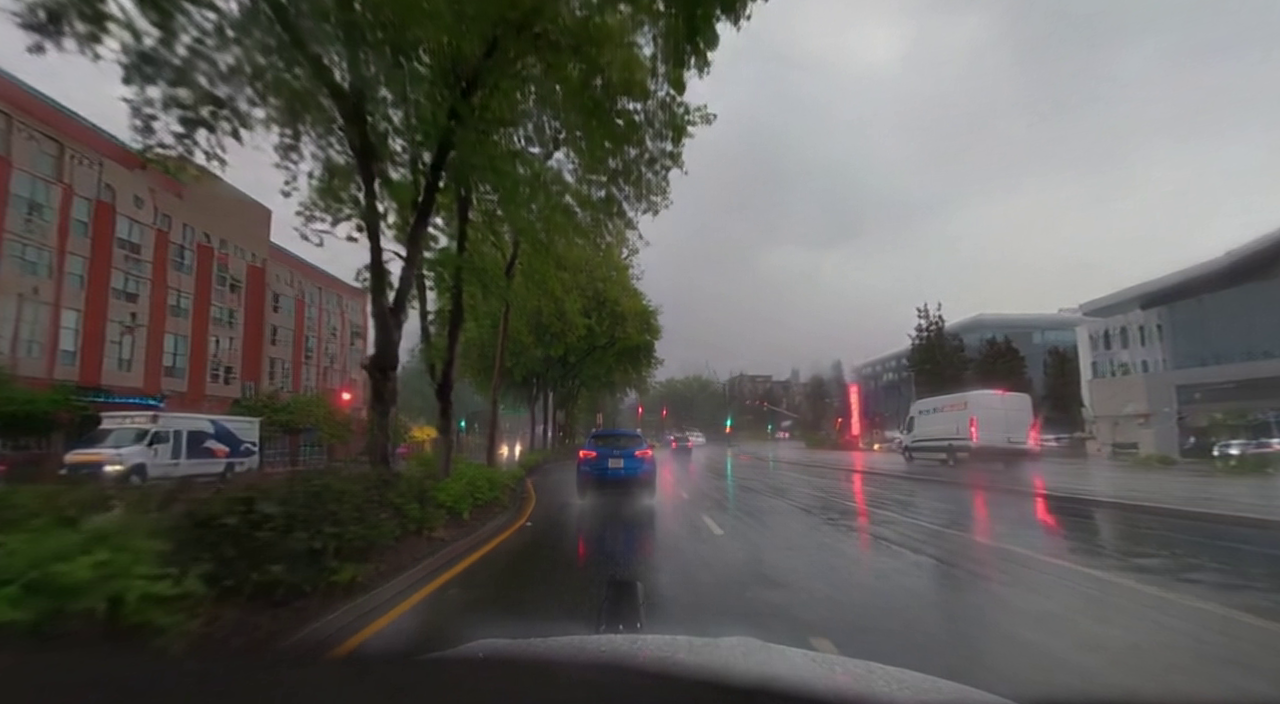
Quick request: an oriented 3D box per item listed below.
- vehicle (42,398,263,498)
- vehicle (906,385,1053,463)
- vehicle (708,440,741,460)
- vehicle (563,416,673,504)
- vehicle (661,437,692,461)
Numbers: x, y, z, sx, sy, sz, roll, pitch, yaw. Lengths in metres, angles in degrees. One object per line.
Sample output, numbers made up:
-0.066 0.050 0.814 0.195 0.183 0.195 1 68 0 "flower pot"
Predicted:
-19.131 3.882 25.723 2.811 3.399 7.898 0 -9 -2 "vehicle"
18.279 4.119 35.003 3.269 3.755 8.862 0 -9 1 "vehicle"
6.151 7.216 46.582 1.777 1.443 3.942 0 -9 -2 "vehicle"
-0.516 2.551 15.225 2.277 1.816 4.192 0 -9 -2 "vehicle"
2.560 6.938 45.215 1.929 1.590 4.287 0 -9 -1 "vehicle"
